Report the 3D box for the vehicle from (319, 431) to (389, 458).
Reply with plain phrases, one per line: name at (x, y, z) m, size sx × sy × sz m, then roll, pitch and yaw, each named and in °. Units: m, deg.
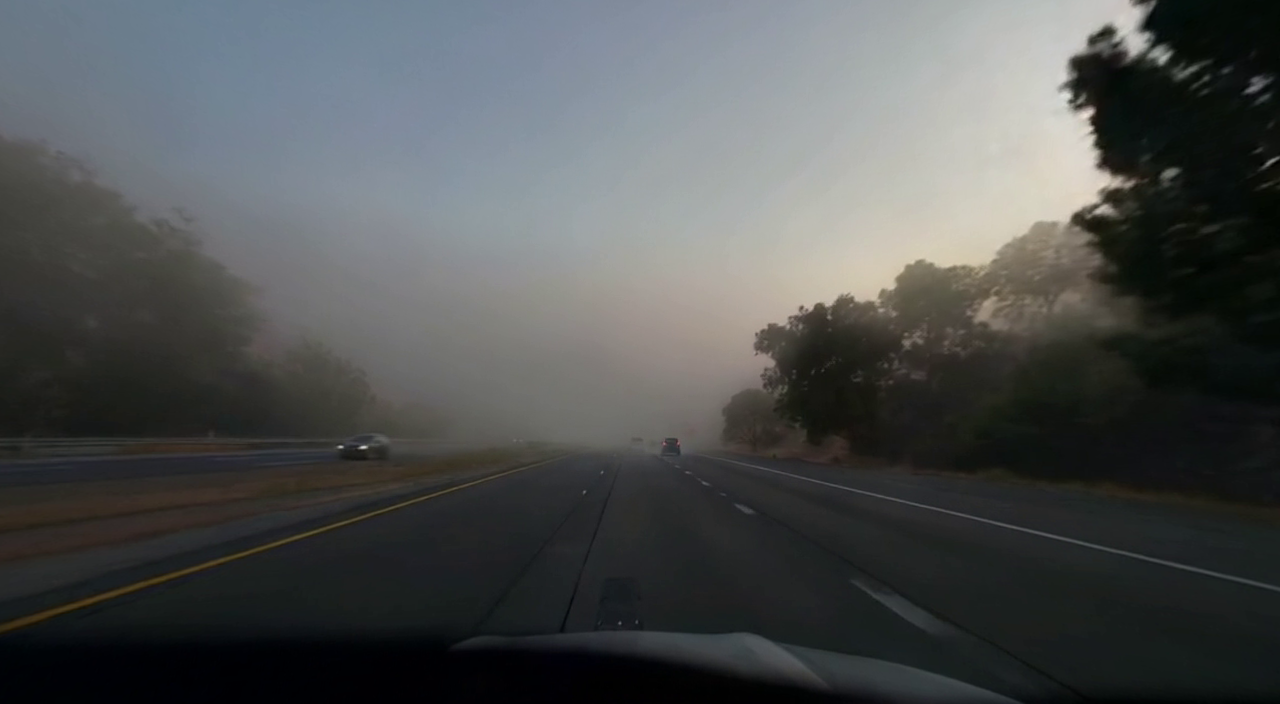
vehicle at (-16.850, 5.450, 37.331) m, size 2.007 × 1.465 × 4.626 m, roll 0°, pitch -8°, yaw -1°
